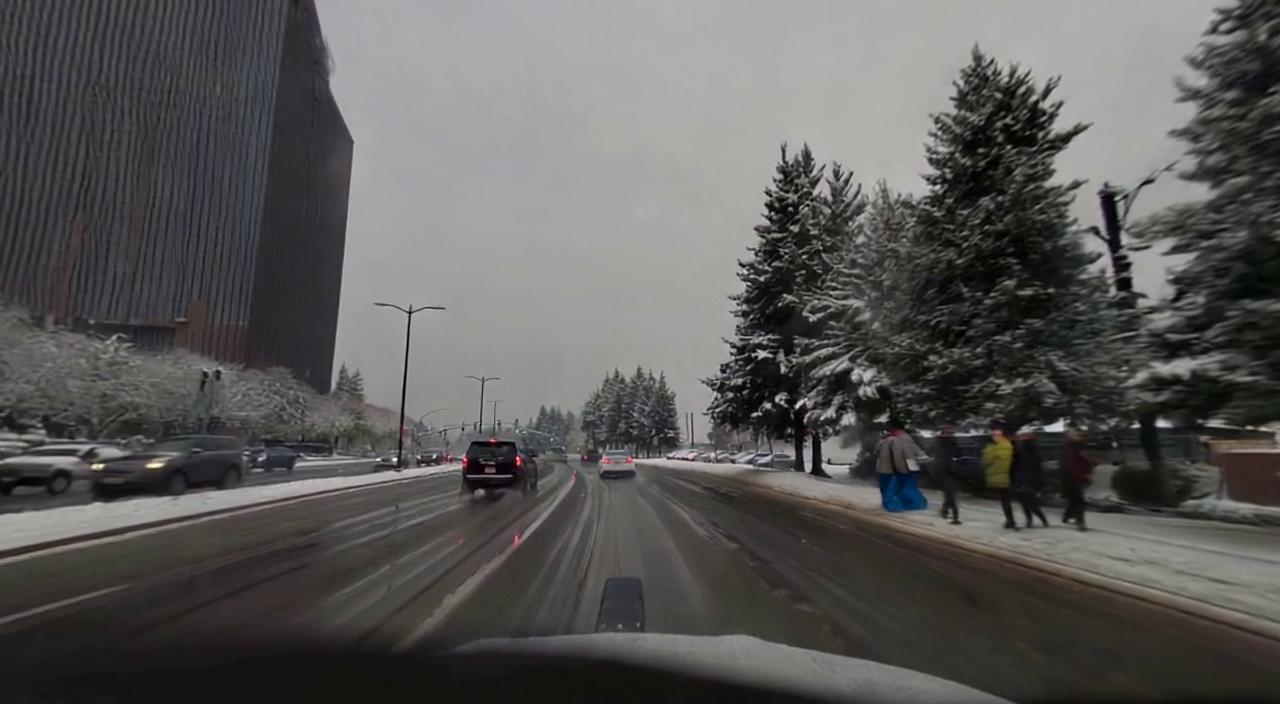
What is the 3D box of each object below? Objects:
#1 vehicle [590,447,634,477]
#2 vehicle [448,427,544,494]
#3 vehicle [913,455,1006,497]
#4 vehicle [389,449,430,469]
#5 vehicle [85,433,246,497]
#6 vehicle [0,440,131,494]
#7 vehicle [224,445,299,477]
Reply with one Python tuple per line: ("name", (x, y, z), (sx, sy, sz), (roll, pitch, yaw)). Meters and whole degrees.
("vehicle", (-1.440, 5.452, 31.552), (2.050, 1.385, 4.096), (0, -8, -4))
("vehicle", (-4.242, 3.265, 19.362), (2.001, 1.784, 4.483), (0, -8, -2))
("vehicle", (14.446, 5.614, 28.893), (1.893, 1.646, 4.288), (-1, -8, -2))
("vehicle", (-17.324, 8.084, 47.750), (1.818, 1.379, 4.350), (1, -8, -5))
("vehicle", (-15.047, 3.574, 20.447), (1.843, 1.814, 4.617), (0, -8, -4))
("vehicle", (-22.245, 4.295, 24.066), (2.037, 1.841, 4.653), (0, -8, -4))
("vehicle", (-23.900, 6.872, 40.113), (2.111, 1.874, 4.888), (1, -8, -6))
